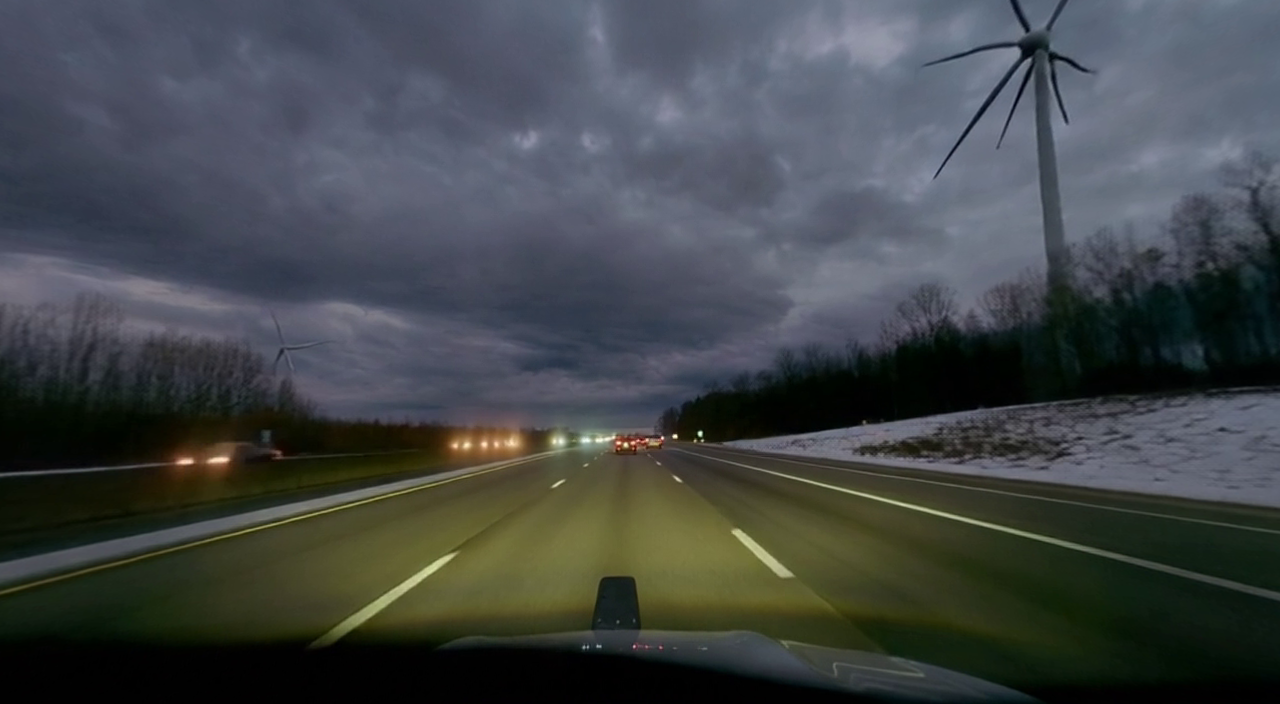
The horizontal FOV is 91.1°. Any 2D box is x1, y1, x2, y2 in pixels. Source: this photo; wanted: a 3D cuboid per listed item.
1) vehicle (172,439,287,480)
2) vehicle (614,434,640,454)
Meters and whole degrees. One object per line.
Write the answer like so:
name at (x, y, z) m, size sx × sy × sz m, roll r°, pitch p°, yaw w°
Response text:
vehicle at (-16.897, 4.394, 26.191) m, size 1.889 × 1.538 × 4.327 m, roll 0°, pitch -8°, yaw -1°
vehicle at (-1.010, 7.042, 48.209) m, size 1.892 × 1.496 × 3.575 m, roll 0°, pitch -8°, yaw -2°
